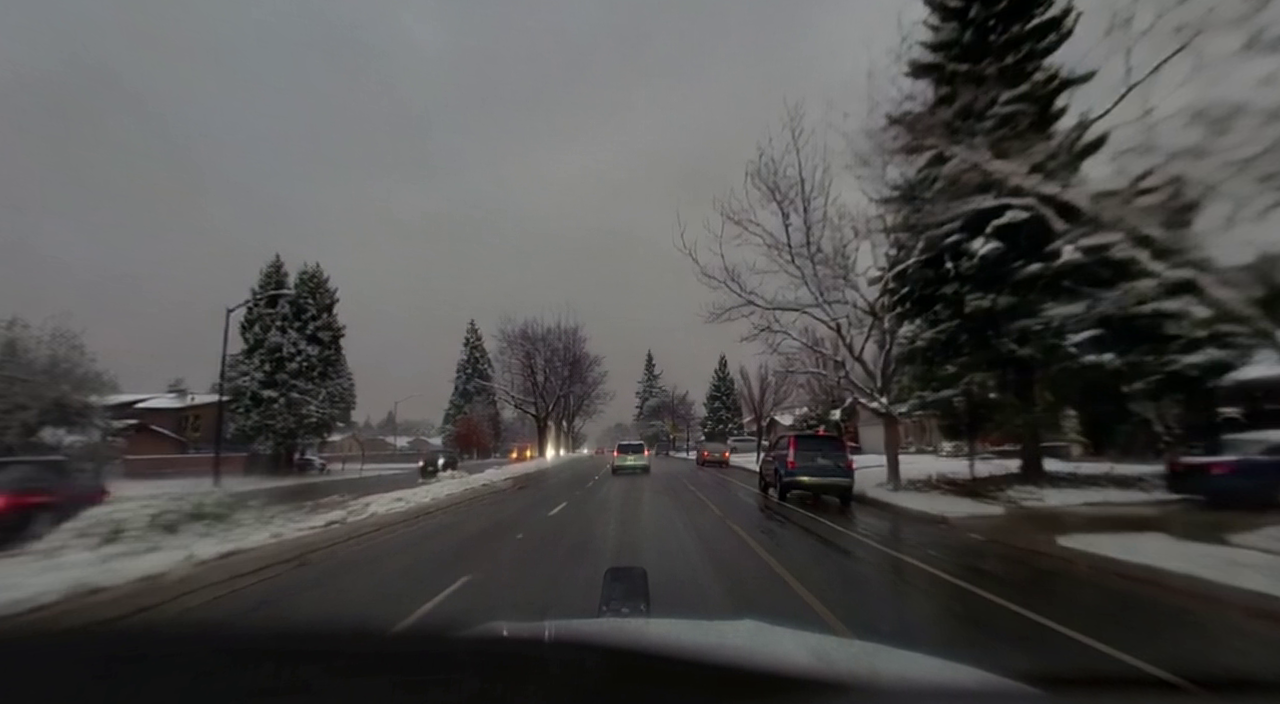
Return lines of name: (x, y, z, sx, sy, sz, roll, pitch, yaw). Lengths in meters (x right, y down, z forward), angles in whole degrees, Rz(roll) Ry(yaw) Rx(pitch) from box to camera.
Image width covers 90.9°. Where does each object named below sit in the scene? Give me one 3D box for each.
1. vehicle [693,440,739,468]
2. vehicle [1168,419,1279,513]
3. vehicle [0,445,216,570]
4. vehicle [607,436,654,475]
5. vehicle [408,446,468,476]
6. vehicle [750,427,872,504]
vehicle: (4.406, 5.994, 37.158, 2.020, 1.518, 4.255, 0, -8, -2)
vehicle: (12.206, 1.947, 10.976, 4.297, 1.478, 1.866, 0, -8, 0)
vehicle: (-8.778, 2.127, 9.285, 2.063, 1.493, 4.447, 0, -8, -2)
vehicle: (-0.417, 4.766, 29.310, 2.024, 1.655, 4.301, 0, -8, 0)
vehicle: (-11.456, 6.176, 36.078, 1.914, 1.476, 4.702, -3, -8, 0)
vehicle: (4.144, 2.818, 16.049, 1.992, 1.695, 4.101, 0, -8, 1)
